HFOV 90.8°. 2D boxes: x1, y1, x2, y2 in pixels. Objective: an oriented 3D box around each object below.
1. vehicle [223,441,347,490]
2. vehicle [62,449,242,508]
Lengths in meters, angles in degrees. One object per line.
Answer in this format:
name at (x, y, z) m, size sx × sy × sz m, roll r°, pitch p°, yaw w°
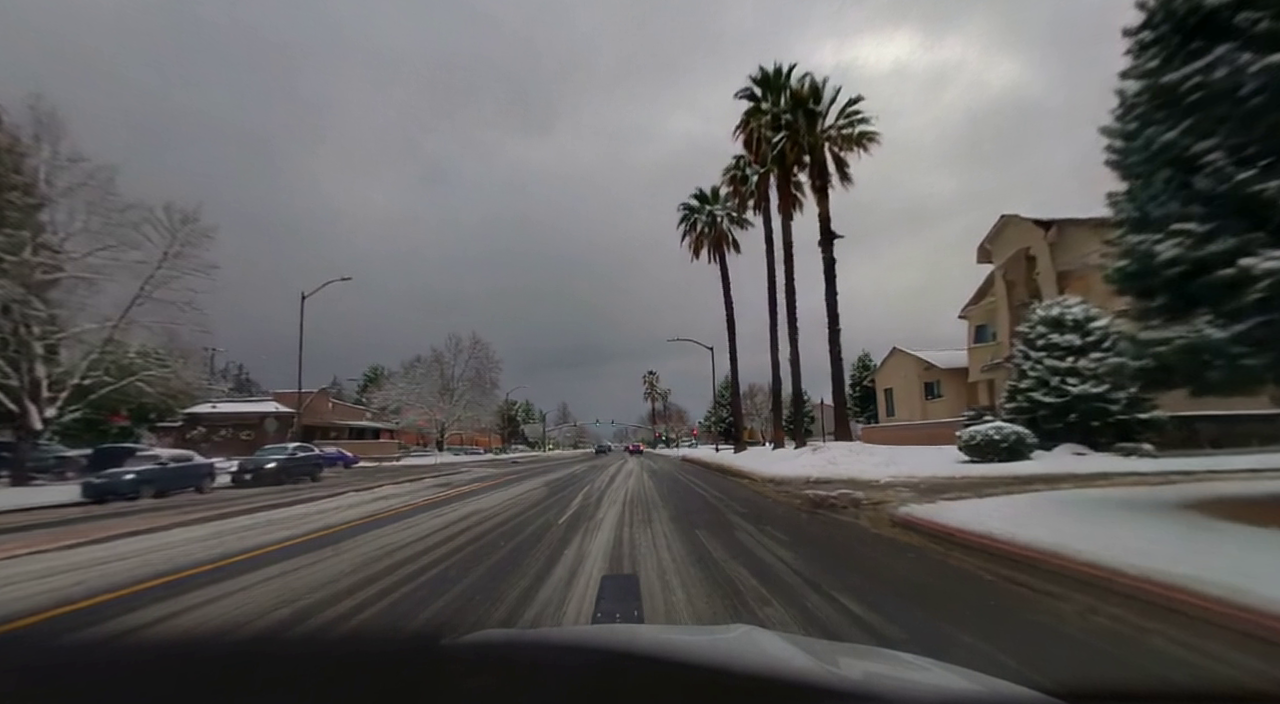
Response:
vehicle at (-14.350, 4.601, 26.027) m, size 2.143 × 1.808 × 5.265 m, roll 0°, pitch -9°, yaw -1°
vehicle at (-14.229, 3.678, 18.853) m, size 1.883 × 1.496 × 4.445 m, roll 0°, pitch -9°, yaw -1°
